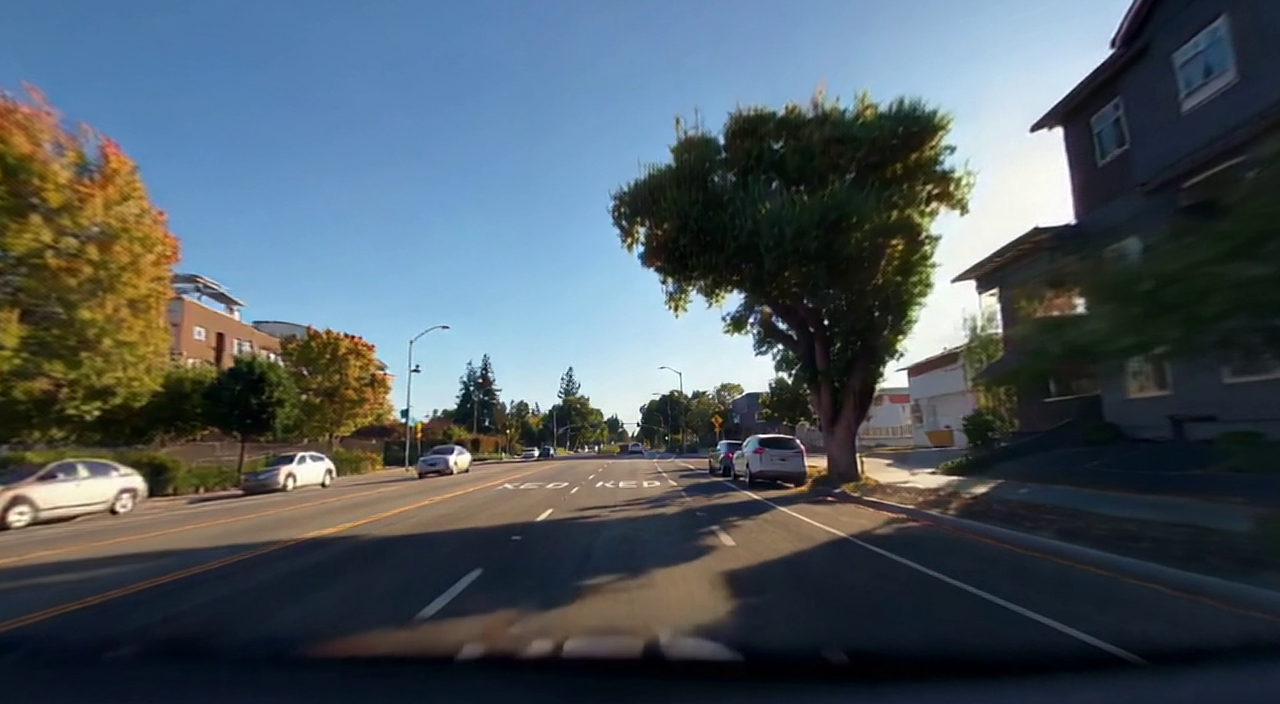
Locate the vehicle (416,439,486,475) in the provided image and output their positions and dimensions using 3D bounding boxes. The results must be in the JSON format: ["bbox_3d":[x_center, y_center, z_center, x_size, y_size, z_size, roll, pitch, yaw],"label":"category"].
[{"bbox_3d":[-9.764,5.474,33.080,2.252,1.737,4.544,0,-8,0],"label":"vehicle"}]

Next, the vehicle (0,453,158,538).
[{"bbox_3d":[-14.036,3.172,14.461,2.163,1.641,4.875,0,-8,0],"label":"vehicle"}]

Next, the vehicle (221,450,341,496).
[{"bbox_3d":[-14.059,4.720,25.161,1.983,1.608,4.699,0,-8,0],"label":"vehicle"}]

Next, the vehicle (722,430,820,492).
[{"bbox_3d":[4.084,3.497,20.661,2.220,1.752,4.782,0,-8,0],"label":"vehicle"}]
